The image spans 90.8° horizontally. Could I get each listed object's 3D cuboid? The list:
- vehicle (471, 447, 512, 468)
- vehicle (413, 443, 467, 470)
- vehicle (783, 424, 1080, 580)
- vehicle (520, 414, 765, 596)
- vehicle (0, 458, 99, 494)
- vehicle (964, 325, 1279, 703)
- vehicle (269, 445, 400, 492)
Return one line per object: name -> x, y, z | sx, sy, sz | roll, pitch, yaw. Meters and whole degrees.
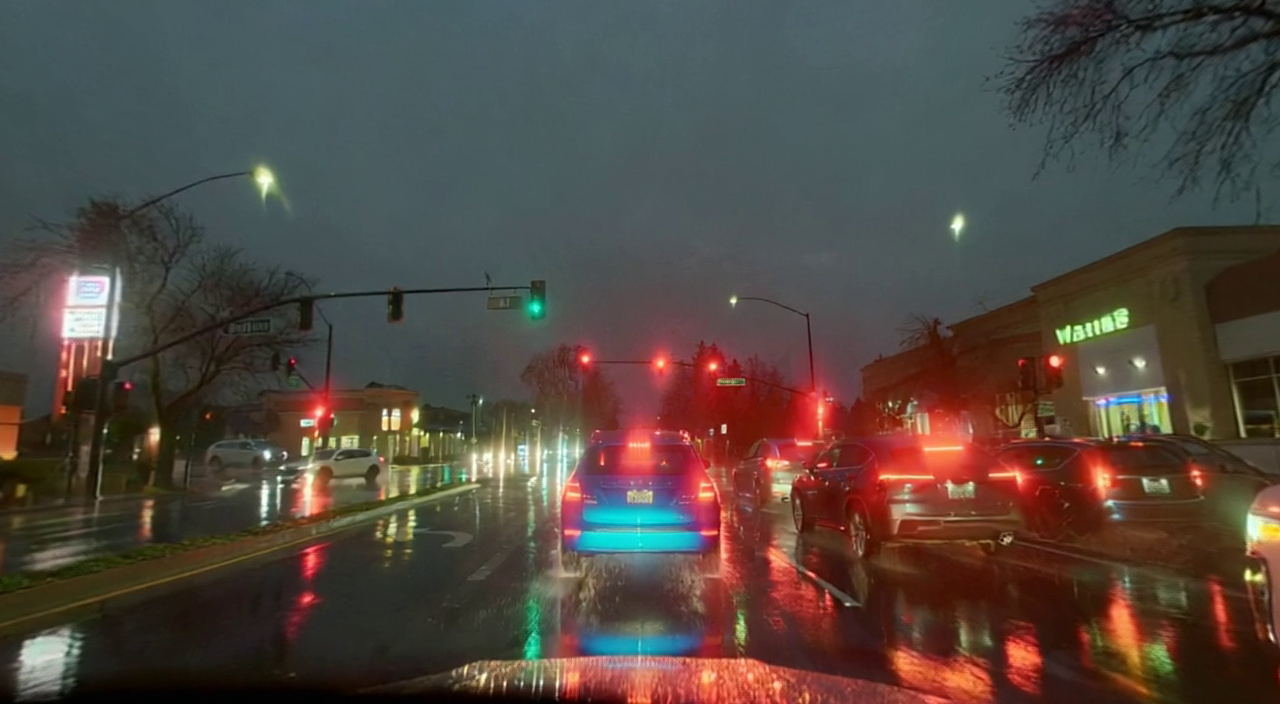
vehicle -> -11.268, 7.999, 48.240 | 2.099, 1.478, 4.411 | 0, -9, 0
vehicle -> -15.087, 7.886, 48.054 | 2.395, 1.903, 4.860 | -1, -9, 1
vehicle -> 3.321, 1.779, 8.294 | 1.865, 1.496, 4.170 | 0, -9, 0
vehicle -> 0.003, 1.631, 7.497 | 2.154, 1.577, 3.723 | 0, -9, -1
vehicle -> -27.204, 5.493, 28.073 | 4.285, 1.427, 1.883 | 3, -9, -23
vehicle -> 2.987, 0.695, 1.541 | 2.075, 1.661, 4.401 | 0, -9, 1
vehicle -> -11.695, 4.405, 24.219 | 4.265, 1.604, 2.269 | 4, -10, -29
